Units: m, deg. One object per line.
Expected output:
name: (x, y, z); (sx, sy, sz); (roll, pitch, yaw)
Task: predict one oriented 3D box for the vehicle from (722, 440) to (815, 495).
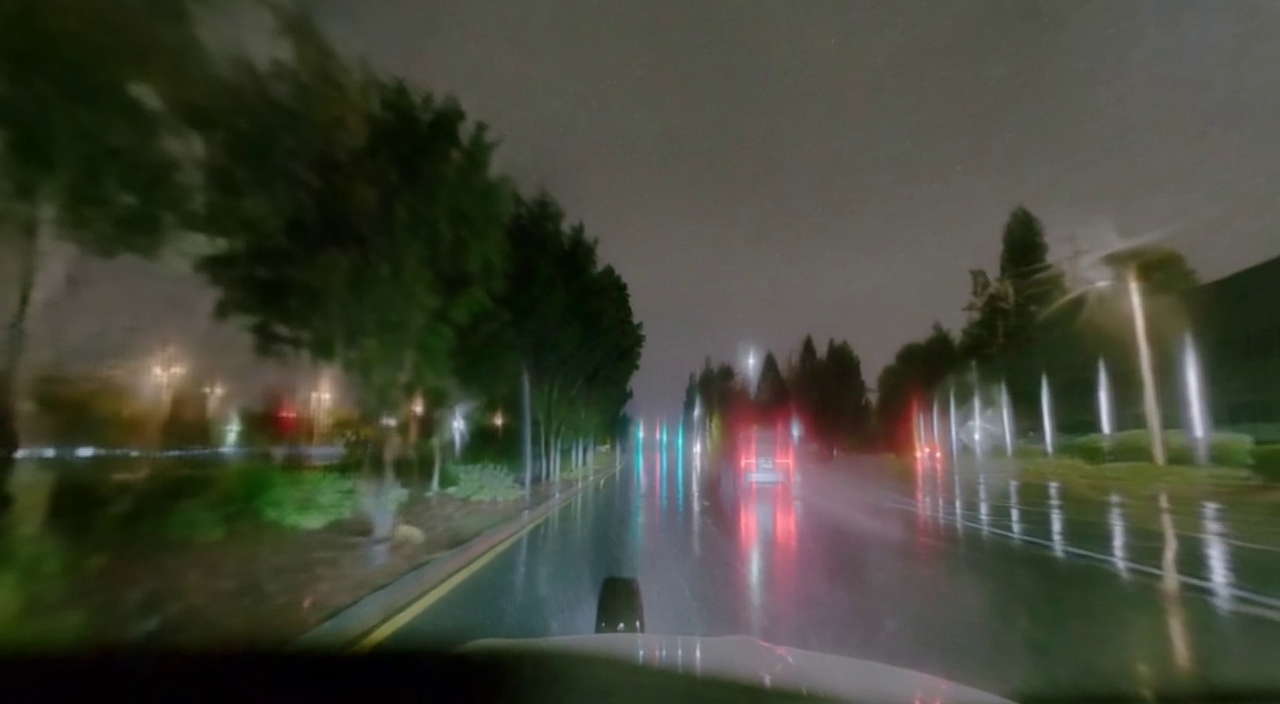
vehicle: (3.783, 3.475, 19.418); (1.928, 1.481, 4.453); (0, -9, 0)
